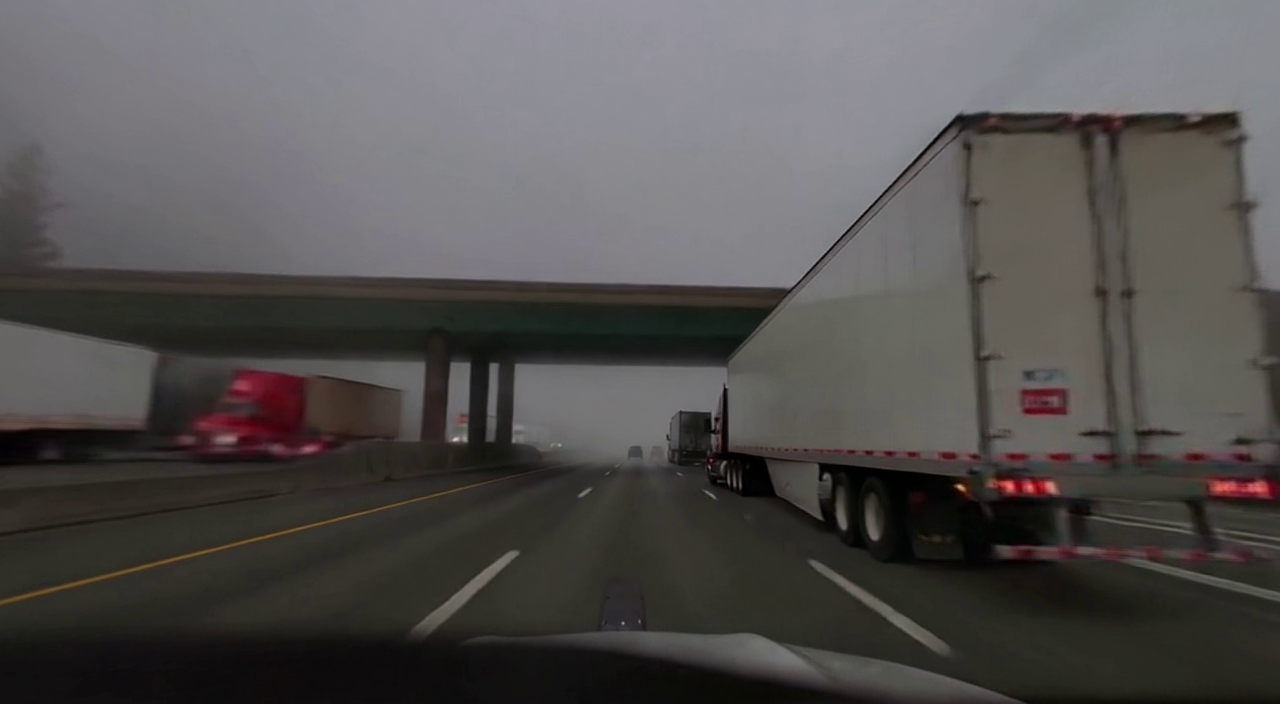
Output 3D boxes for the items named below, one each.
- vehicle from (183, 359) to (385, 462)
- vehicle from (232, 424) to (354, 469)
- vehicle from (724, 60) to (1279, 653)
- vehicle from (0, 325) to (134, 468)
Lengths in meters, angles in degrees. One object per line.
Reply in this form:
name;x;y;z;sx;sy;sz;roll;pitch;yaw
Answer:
vehicle;-15.739;3.039;29.517;2.961;3.904;11.068;0;-9;0
vehicle;-12.173;3.362;22.486;1.887;1.438;4.350;0;-9;0
vehicle;3.976;0.942;11.149;2.922;3.987;14.038;0;-9;-1
vehicle;-19.587;0.883;15.476;2.789;4.028;13.994;0;-9;0
